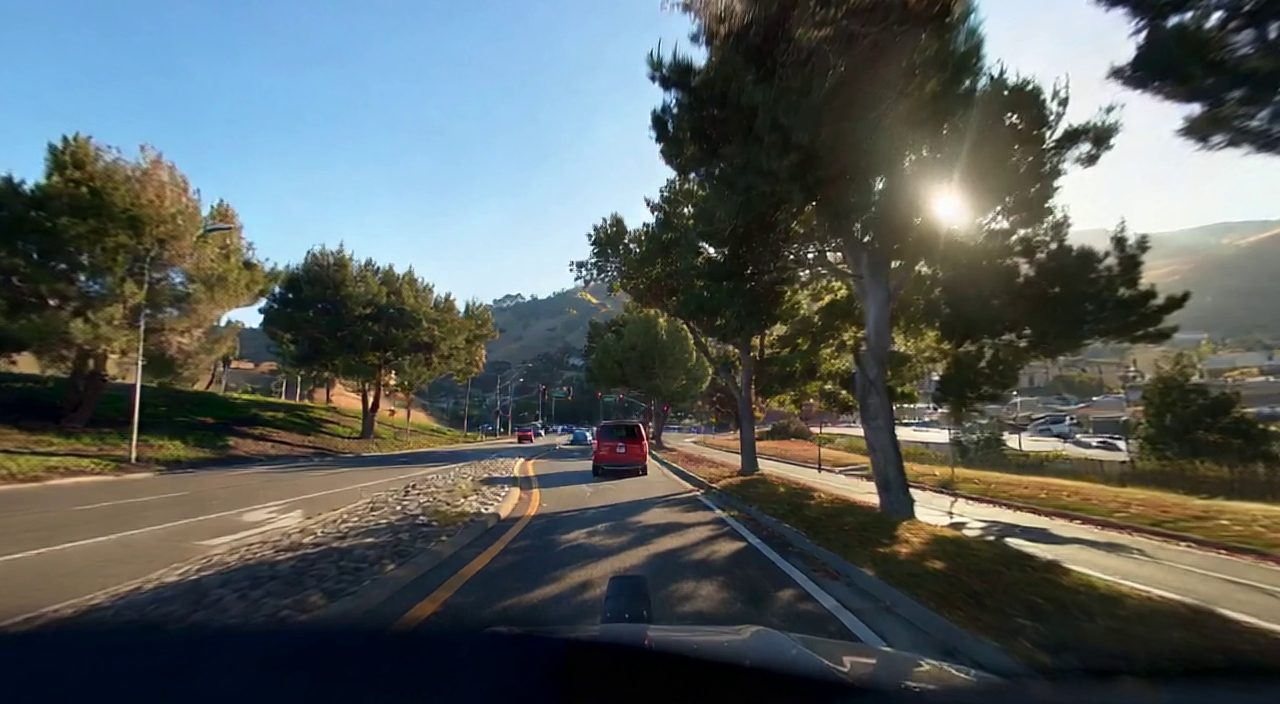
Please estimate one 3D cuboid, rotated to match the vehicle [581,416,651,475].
[{"bbox_3d":[-0.849,3.261,21.980,2.185,1.822,4.391,0,-8,-3],"label":"vehicle"}]
